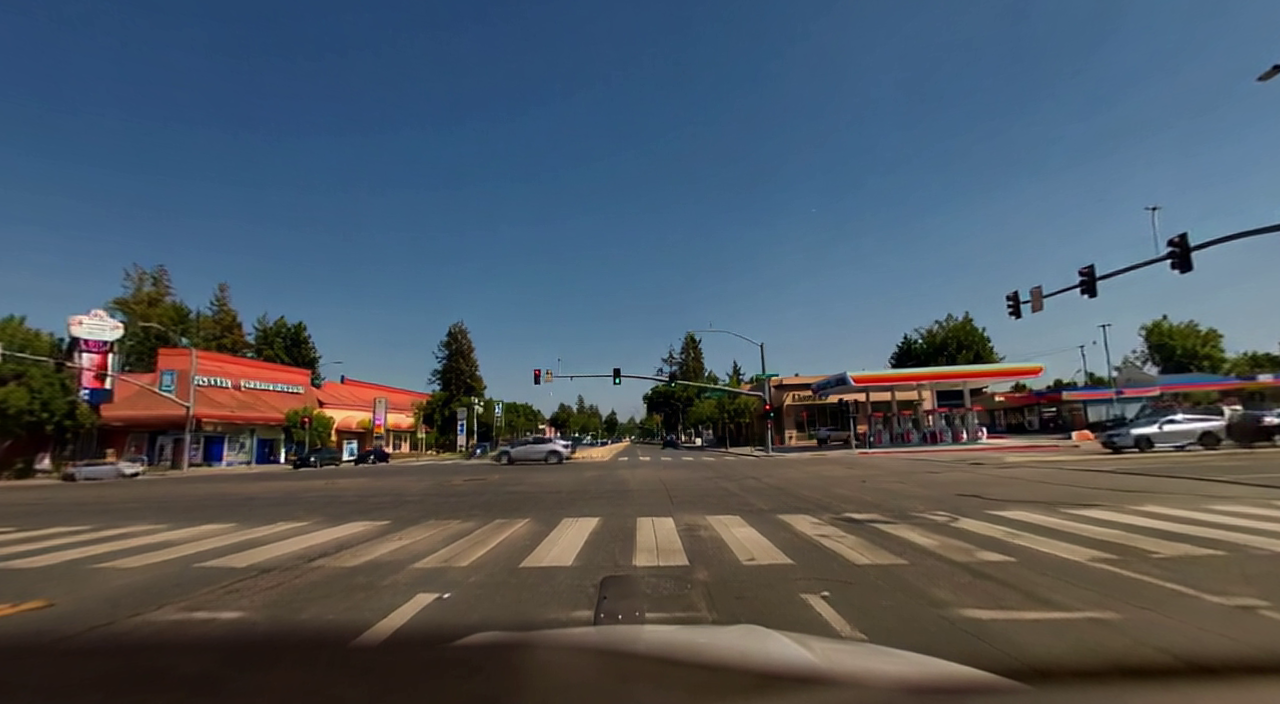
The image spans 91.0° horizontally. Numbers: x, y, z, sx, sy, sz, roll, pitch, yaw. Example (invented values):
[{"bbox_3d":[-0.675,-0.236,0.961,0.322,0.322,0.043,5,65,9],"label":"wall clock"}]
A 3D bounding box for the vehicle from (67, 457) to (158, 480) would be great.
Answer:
[{"bbox_3d":[-36.240,7.990,43.287,4.737,1.479,1.831,-1,-8,3],"label":"vehicle"}]

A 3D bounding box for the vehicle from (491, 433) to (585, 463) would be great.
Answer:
[{"bbox_3d":[-6.739,6.398,41.858,5.789,1.893,2.169,-1,-8,4],"label":"vehicle"}]

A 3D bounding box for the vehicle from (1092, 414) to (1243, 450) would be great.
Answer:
[{"bbox_3d":[22.776,3.507,27.310,4.696,1.483,1.898,-1,-8,3],"label":"vehicle"}]
